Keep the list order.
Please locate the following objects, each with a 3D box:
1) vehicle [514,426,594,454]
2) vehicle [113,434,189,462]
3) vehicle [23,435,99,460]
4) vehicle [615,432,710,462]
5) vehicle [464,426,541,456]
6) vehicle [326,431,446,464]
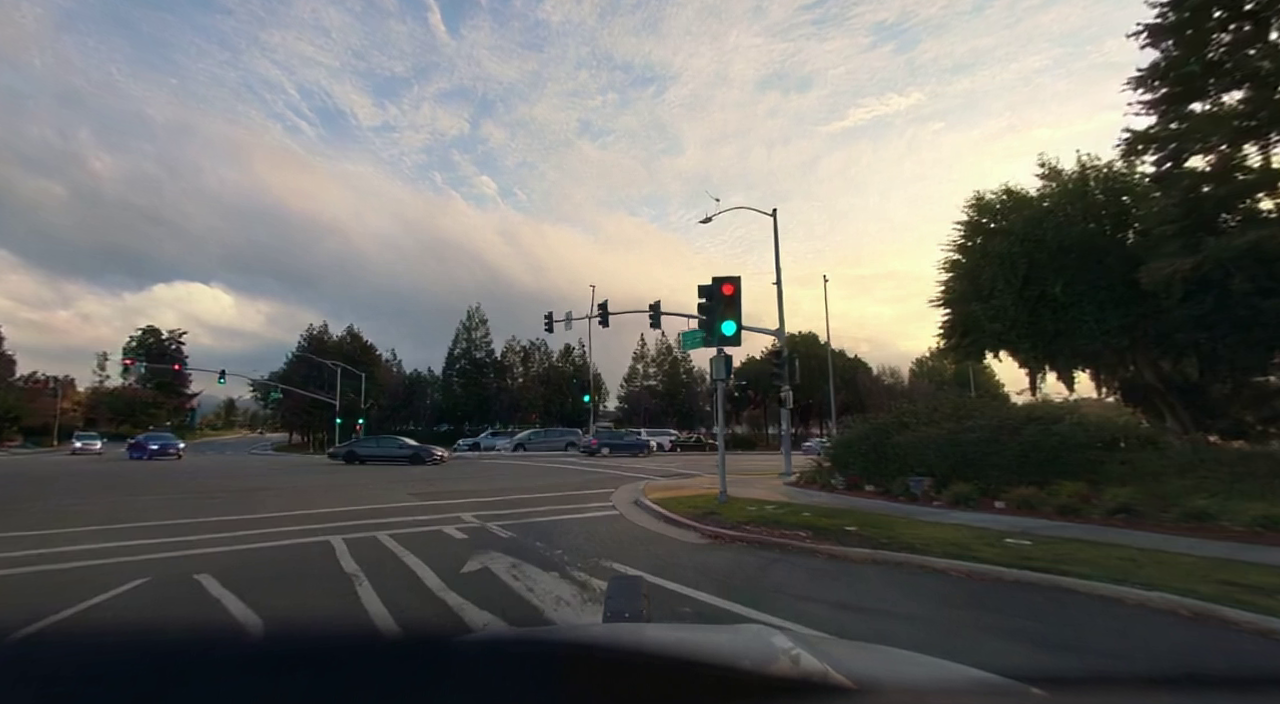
[{"bbox_3d":[-5.144,5.324,38.086,4.483,1.589,1.852,6,-10,-37],"label":"vehicle"},{"bbox_3d":[-26.659,5.208,34.299,4.686,1.425,2.018,-7,-10,37],"label":"vehicle"},{"bbox_3d":[-43.624,7.186,47.488,5.332,1.807,2.450,-5,-9,28],"label":"vehicle"},{"bbox_3d":[1.252,4.990,33.356,5.032,1.473,1.827,6,-10,-37],"label":"vehicle"},{"bbox_3d":[-8.608,5.604,39.668,4.360,1.749,1.895,7,-11,-40],"label":"vehicle"},{"bbox_3d":[-11.017,4.148,27.472,4.425,1.366,1.865,-1,-8,5],"label":"vehicle"}]
